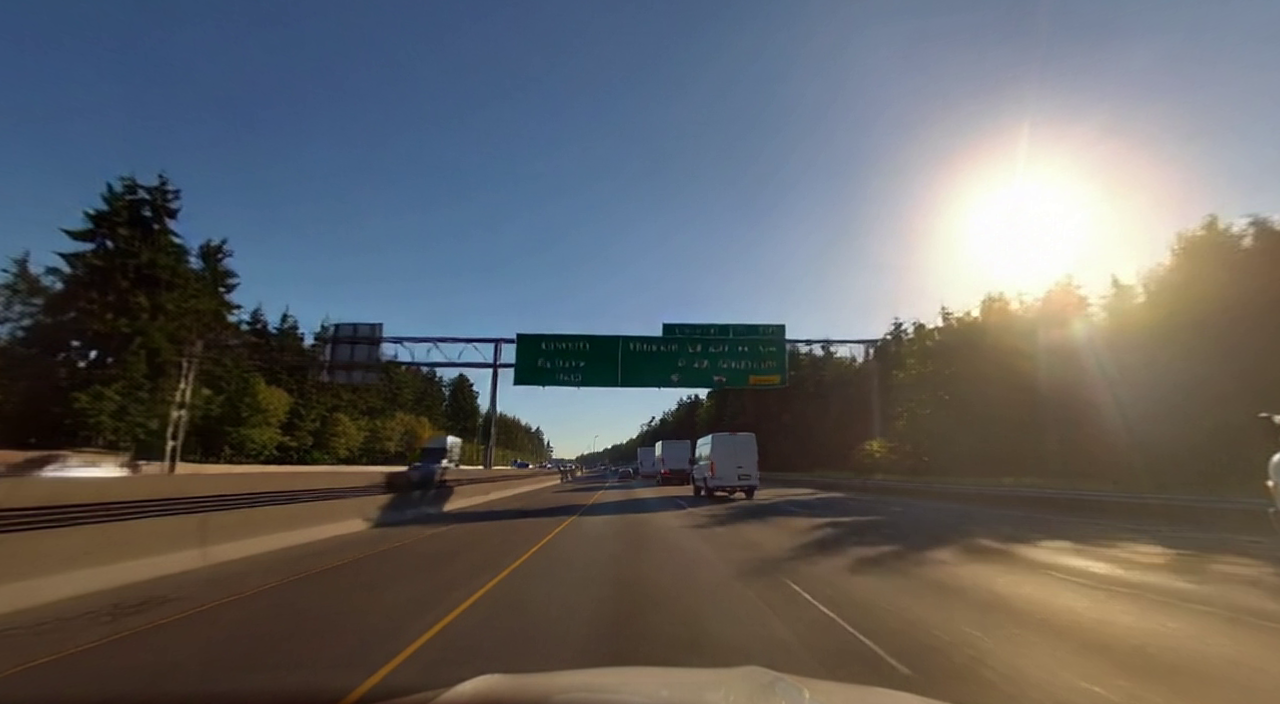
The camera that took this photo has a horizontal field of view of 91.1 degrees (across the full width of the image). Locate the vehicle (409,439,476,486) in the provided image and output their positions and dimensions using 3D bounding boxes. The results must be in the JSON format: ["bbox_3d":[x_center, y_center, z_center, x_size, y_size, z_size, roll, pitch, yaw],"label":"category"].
[{"bbox_3d":[-14.146,8.036,45.590,2.623,3.039,6.703,1,-10,-1],"label":"vehicle"}]

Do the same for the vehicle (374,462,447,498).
[{"bbox_3d":[-10.179,5.701,28.154,1.870,1.457,3.715,1,-10,0],"label":"vehicle"}]

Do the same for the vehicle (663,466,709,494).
[{"bbox_3d":[2.498,7.141,35.238,2.081,1.453,4.300,1,-10,-2],"label":"vehicle"}]

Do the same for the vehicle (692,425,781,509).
[{"bbox_3d":[3.321,4.175,22.920,2.291,2.639,5.280,1,-10,-2],"label":"vehicle"}]

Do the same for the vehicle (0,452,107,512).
[{"bbox_3d":[-17.178,3.464,16.904,1.950,1.499,4.151,1,-10,0],"label":"vehicle"}]
